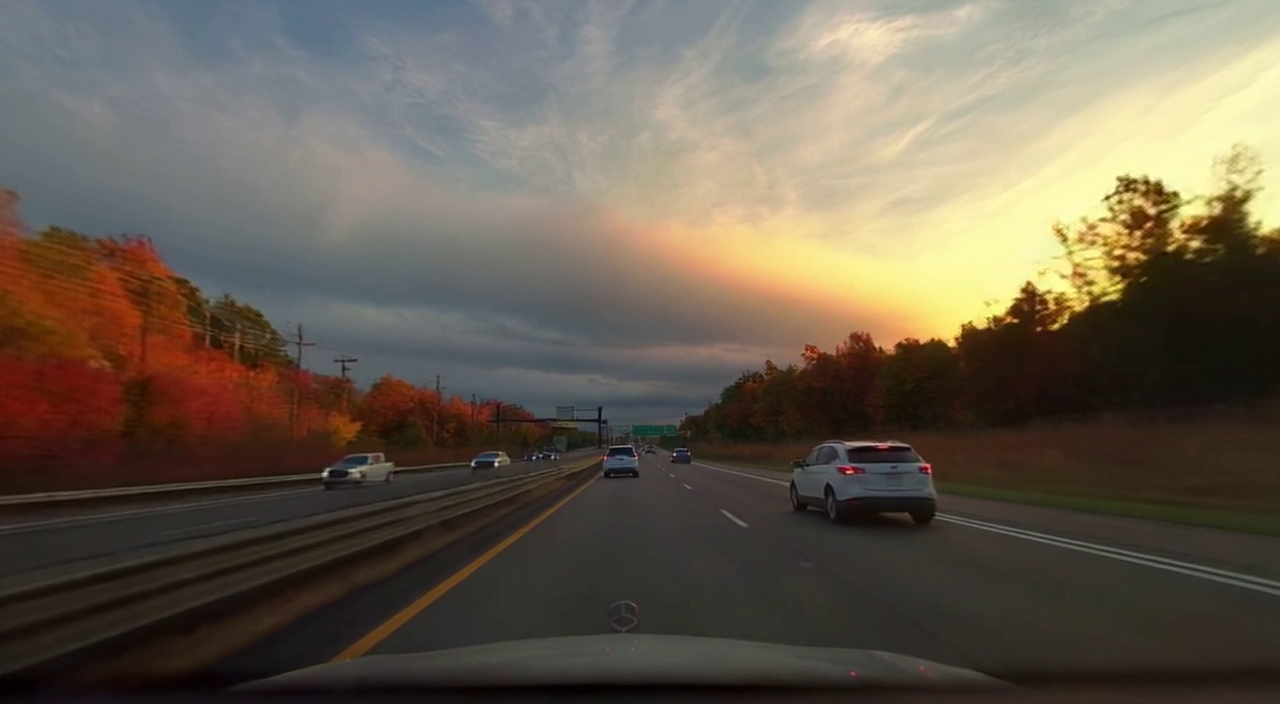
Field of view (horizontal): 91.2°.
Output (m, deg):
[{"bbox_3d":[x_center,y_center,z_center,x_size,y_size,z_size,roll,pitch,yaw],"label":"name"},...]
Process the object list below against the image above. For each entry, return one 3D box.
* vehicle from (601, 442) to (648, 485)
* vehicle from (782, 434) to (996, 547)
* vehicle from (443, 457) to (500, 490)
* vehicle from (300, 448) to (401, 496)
[{"bbox_3d":[-0.631,4.883,27.739,1.937,1.699,3.936,0,-9,0],"label":"vehicle"},{"bbox_3d":[3.911,2.235,10.817,1.843,1.505,4.339,0,-9,-1],"label":"vehicle"},{"bbox_3d":[-8.729,6.286,32.813,1.801,1.528,4.211,-1,-9,0],"label":"vehicle"},{"bbox_3d":[-13.331,5.513,29.278,2.175,1.987,5.275,-1,-9,0],"label":"vehicle"}]
